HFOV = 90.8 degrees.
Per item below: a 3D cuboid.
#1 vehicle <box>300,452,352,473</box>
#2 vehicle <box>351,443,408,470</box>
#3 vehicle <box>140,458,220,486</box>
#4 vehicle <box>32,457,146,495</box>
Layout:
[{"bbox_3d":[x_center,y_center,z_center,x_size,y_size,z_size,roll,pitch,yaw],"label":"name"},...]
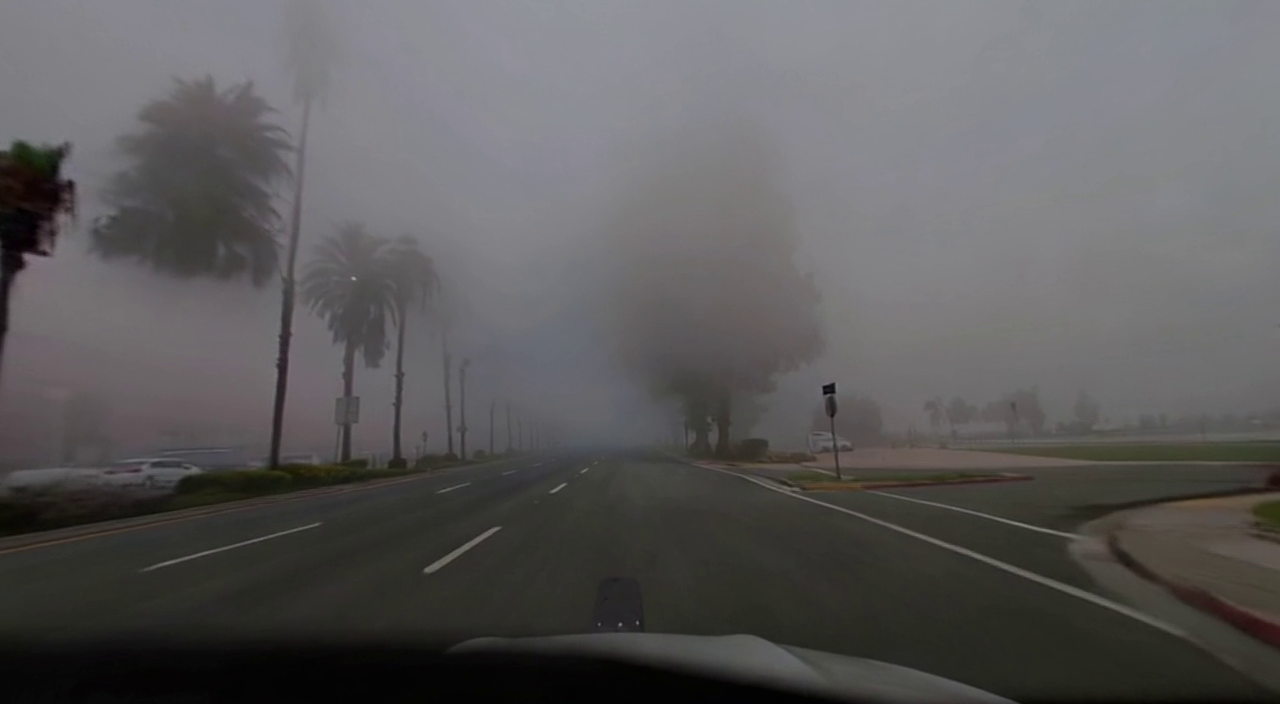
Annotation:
[{"bbox_3d":[-24.563,8.622,49.576,1.837,1.492,4.629,0,-8,-2],"label":"vehicle"},{"bbox_3d":[-17.550,7.049,42.744,2.019,1.694,4.401,0,-8,-1],"label":"vehicle"},{"bbox_3d":[-27.632,7.187,38.093,1.771,1.494,4.088,-1,-8,-1],"label":"vehicle"},{"bbox_3d":[-27.406,6.145,31.663,1.938,1.667,4.364,0,-8,-4],"label":"vehicle"}]
